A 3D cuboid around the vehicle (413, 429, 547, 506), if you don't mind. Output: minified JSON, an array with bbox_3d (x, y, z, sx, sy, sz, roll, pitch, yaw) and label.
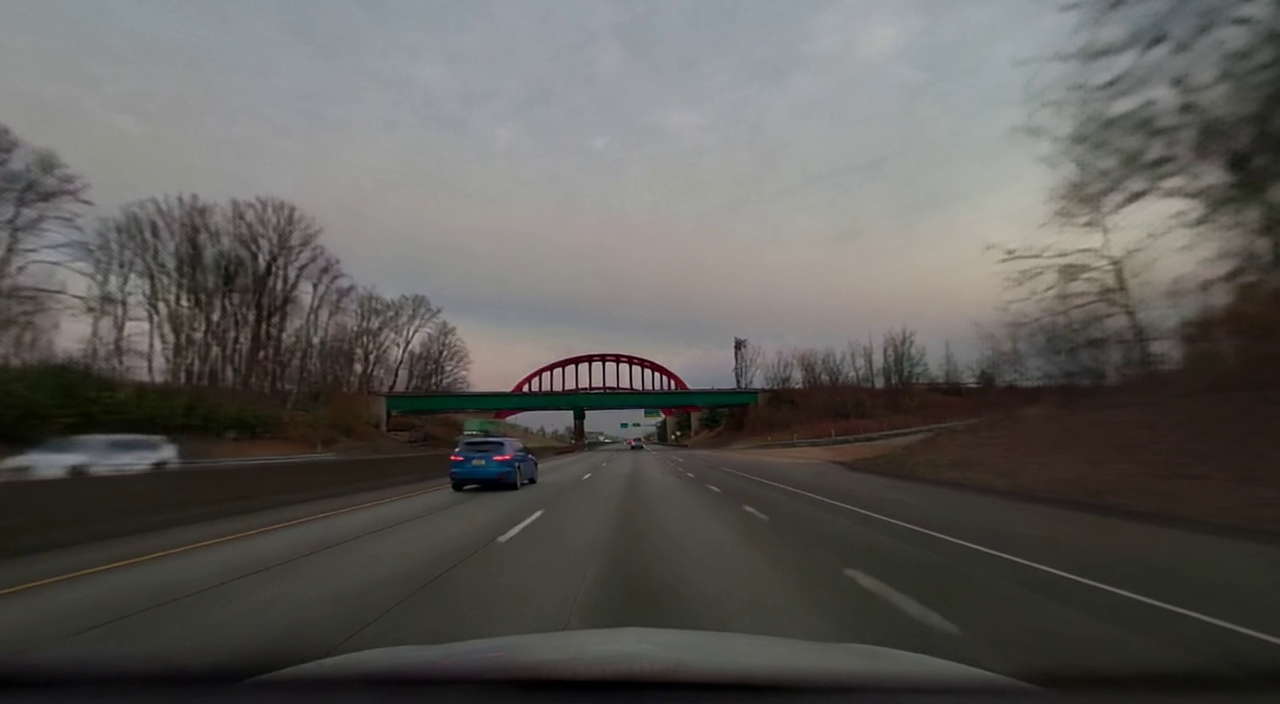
[{"bbox_3d":[-3.600,2.678,15.045,2.052,1.556,4.405,0,-8,0],"label":"vehicle"}]
